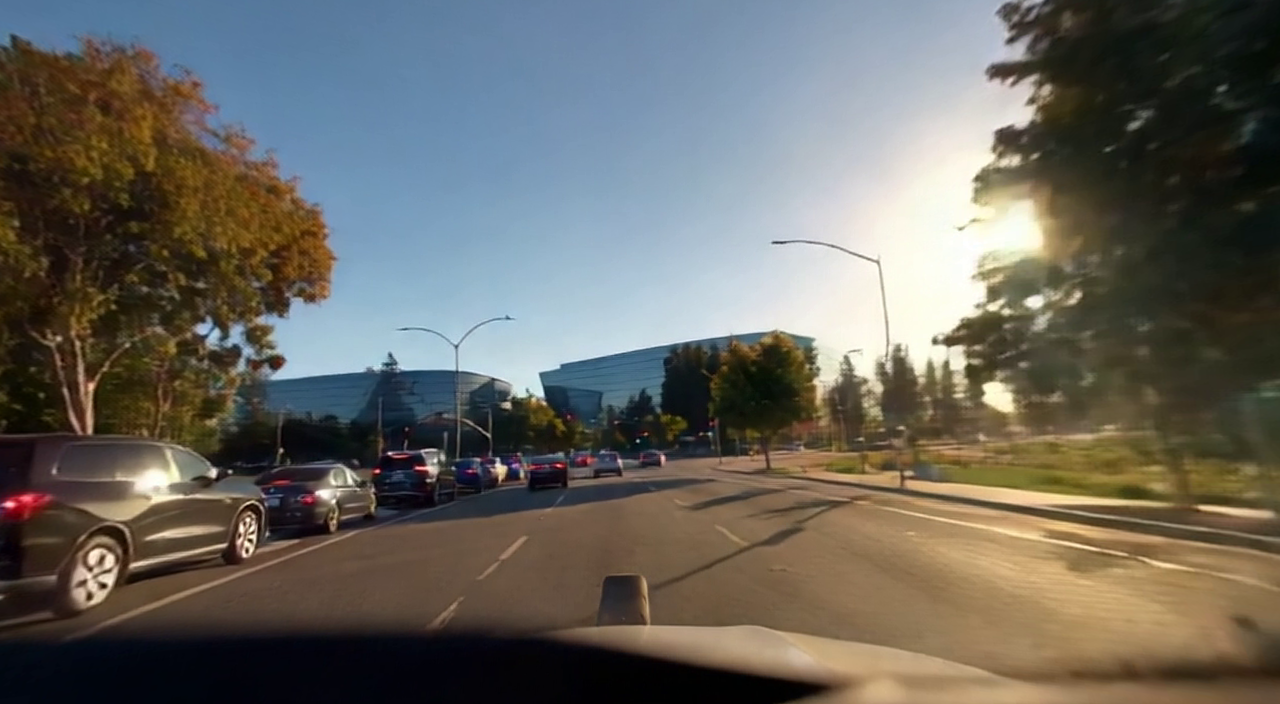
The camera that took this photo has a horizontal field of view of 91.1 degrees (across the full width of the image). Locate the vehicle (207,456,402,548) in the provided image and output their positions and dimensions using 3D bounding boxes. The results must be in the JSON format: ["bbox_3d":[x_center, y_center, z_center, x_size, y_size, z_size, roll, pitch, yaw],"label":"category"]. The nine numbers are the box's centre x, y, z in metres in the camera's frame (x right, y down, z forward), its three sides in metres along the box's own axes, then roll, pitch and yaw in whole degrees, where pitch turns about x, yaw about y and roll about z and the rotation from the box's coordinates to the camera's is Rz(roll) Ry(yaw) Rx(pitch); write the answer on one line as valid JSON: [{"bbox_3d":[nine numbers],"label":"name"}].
[{"bbox_3d":[-6.960,3.105,13.777,1.868,1.514,4.870,0,-8,-4],"label":"vehicle"}]

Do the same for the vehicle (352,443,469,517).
[{"bbox_3d":[-7.132,3.957,20.077,2.142,1.834,4.588,-5,-8,-3],"label":"vehicle"}]

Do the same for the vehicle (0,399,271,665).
[{"bbox_3d":[-6.383,1.739,7.031,2.142,2.061,4.750,0,-9,-8],"label":"vehicle"}]

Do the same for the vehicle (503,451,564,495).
[{"bbox_3d":[-4.267,4.849,25.622,2.205,1.537,4.895,0,-8,-8],"label":"vehicle"}]

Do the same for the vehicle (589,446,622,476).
[{"bbox_3d":[-2.341,7.350,42.677,2.102,1.815,4.716,0,-8,-3],"label":"vehicle"}]
